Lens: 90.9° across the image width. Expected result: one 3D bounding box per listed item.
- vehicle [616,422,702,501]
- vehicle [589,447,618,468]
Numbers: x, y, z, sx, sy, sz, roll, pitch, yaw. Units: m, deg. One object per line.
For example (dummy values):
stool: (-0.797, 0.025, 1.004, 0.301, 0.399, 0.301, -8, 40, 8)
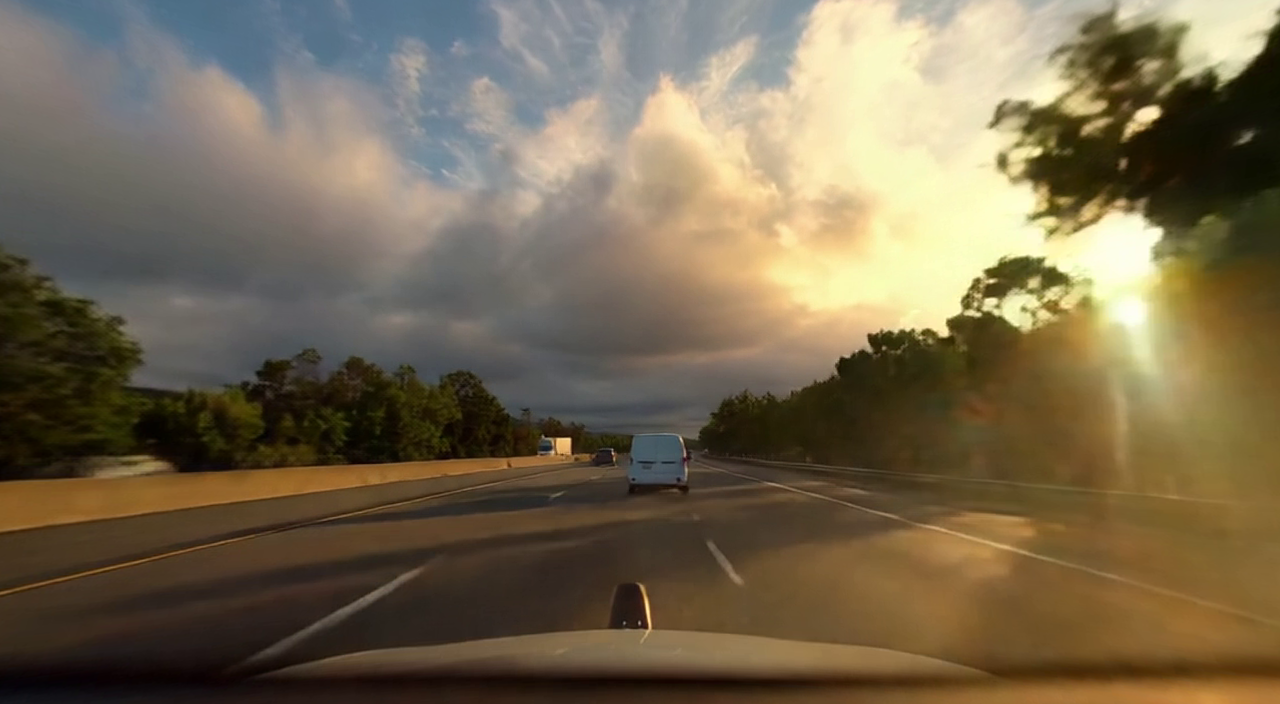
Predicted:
vehicle: (0.597, 3.239, 18.870, 2.219, 2.033, 4.911, -1, -9, 3)
vehicle: (-2.820, 8.359, 49.906, 1.959, 1.571, 4.313, -1, -9, 1)
